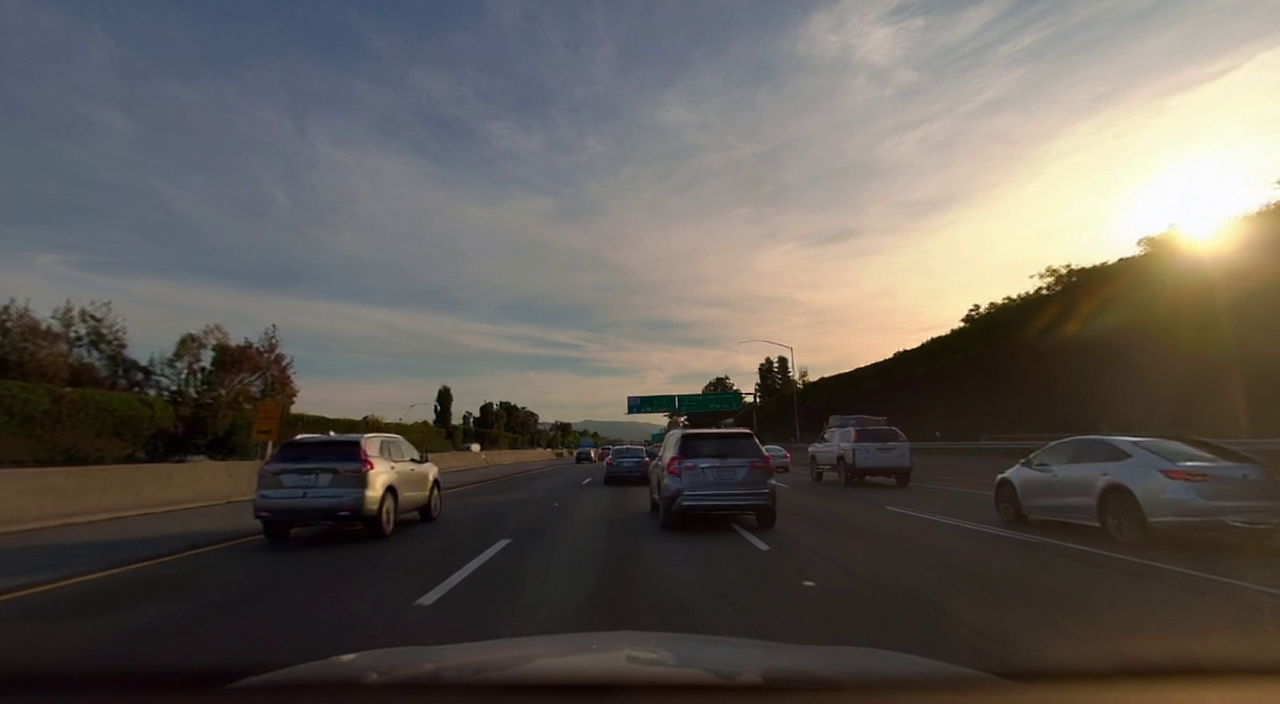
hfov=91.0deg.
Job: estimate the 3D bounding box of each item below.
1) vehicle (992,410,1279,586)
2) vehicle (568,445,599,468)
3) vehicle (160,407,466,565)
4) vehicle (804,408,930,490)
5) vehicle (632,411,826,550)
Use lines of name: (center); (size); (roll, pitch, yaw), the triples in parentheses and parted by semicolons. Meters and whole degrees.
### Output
vehicle: (6.919, 1.724, 8.245); (1.972, 1.647, 4.429); (0, -9, -1)
vehicle: (-4.195, 7.841, 47.413); (1.889, 1.600, 4.043); (0, -9, 1)
vehicle: (-4.304, 1.856, 9.419); (2.047, 1.755, 4.638); (0, -9, 0)
vehicle: (7.821, 3.463, 22.541); (2.390, 2.503, 5.788); (0, -9, 1)
vehicle: (1.120, 1.938, 10.073); (2.230, 1.740, 3.976); (1, -9, -4)
